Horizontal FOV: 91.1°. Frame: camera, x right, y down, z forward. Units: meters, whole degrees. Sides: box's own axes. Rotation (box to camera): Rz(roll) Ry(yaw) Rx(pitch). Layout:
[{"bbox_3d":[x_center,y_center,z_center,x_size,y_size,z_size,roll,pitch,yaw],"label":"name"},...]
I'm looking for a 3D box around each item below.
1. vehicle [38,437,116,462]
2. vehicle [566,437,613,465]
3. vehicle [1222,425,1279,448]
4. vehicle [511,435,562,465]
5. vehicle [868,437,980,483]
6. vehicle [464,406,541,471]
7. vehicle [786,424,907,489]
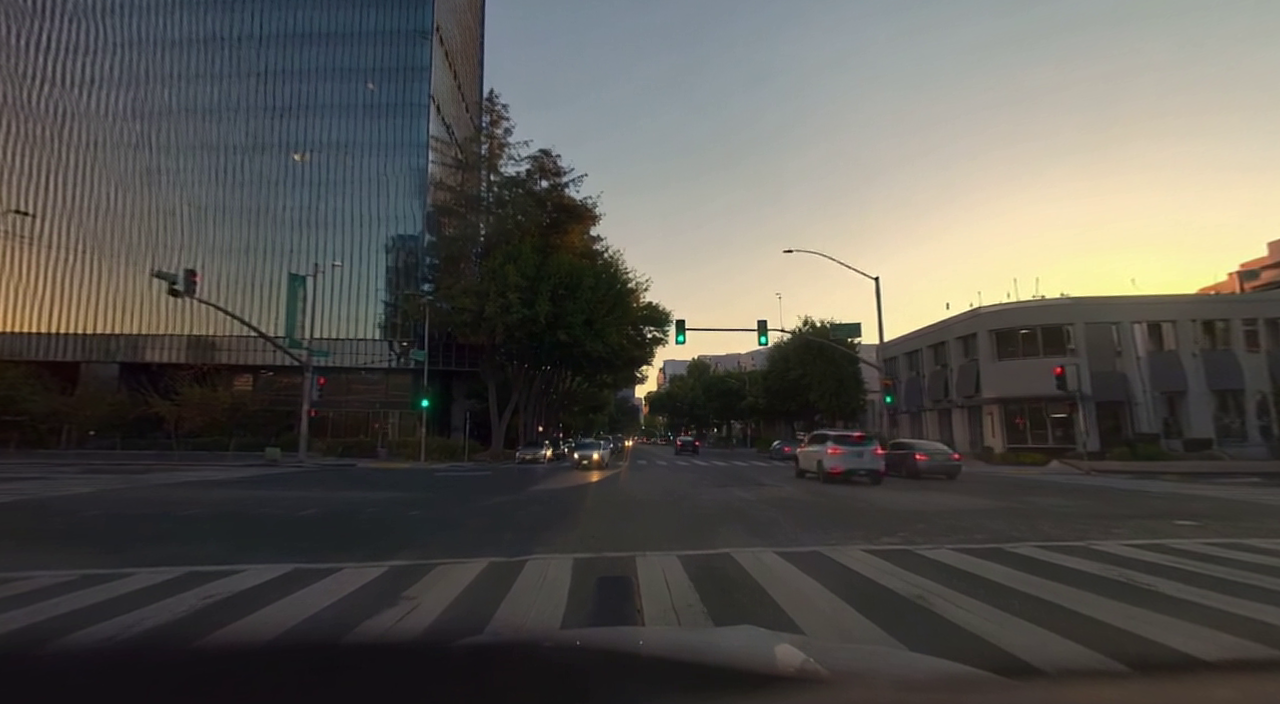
[{"bbox_3d":[-35.501,6.160,39.682,1.628,1.448,3.621,1,-9,-2],"label":"vehicle"},{"bbox_3d":[-2.758,5.592,35.569,2.147,1.481,4.331,0,-9,2],"label":"vehicle"},{"bbox_3d":[45.657,6.163,45.701,4.438,1.644,1.873,0,-8,3],"label":"vehicle"},{"bbox_3d":[-6.051,5.794,37.295,2.182,1.677,4.384,0,-9,1],"label":"vehicle"},{"bbox_3d":[9.959,3.822,22.433,1.896,1.463,4.296,0,-9,-1],"label":"vehicle"},{"bbox_3d":[-9.173,5.728,43.019,3.191,3.314,7.914,-6,-2,0],"label":"vehicle"},{"bbox_3d":[6.133,3.178,19.368,2.098,1.723,4.881,0,-9,0],"label":"vehicle"}]
